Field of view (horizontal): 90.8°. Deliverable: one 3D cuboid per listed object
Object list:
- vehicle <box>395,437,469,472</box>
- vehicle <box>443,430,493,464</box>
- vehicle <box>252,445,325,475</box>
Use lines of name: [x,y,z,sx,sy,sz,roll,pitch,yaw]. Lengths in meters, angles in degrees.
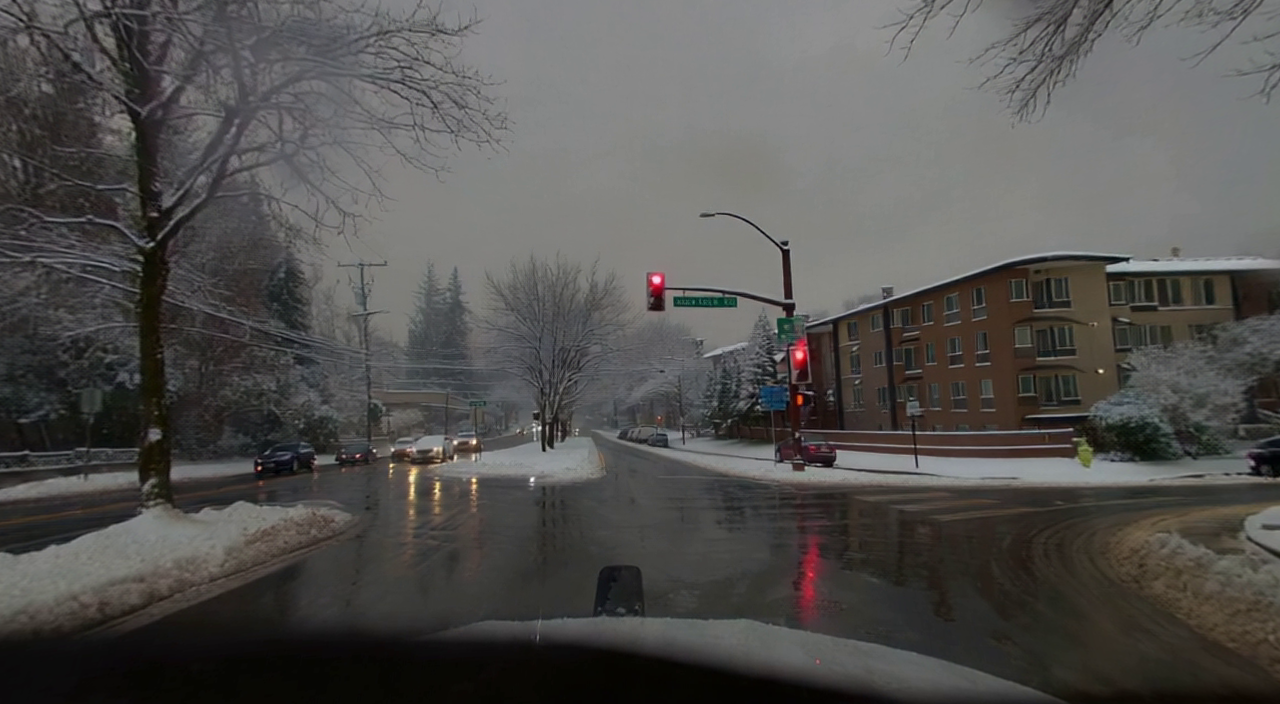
vehicle: [-9.673,4.801,29.787,2.116,1.521,4.294,0,-9,-2]
vehicle: [-9.782,5.458,36.176,1.910,1.818,4.057,0,-9,-3]
vehicle: [-21.057,6.470,38.099,1.981,1.628,4.336,0,-9,-1]
